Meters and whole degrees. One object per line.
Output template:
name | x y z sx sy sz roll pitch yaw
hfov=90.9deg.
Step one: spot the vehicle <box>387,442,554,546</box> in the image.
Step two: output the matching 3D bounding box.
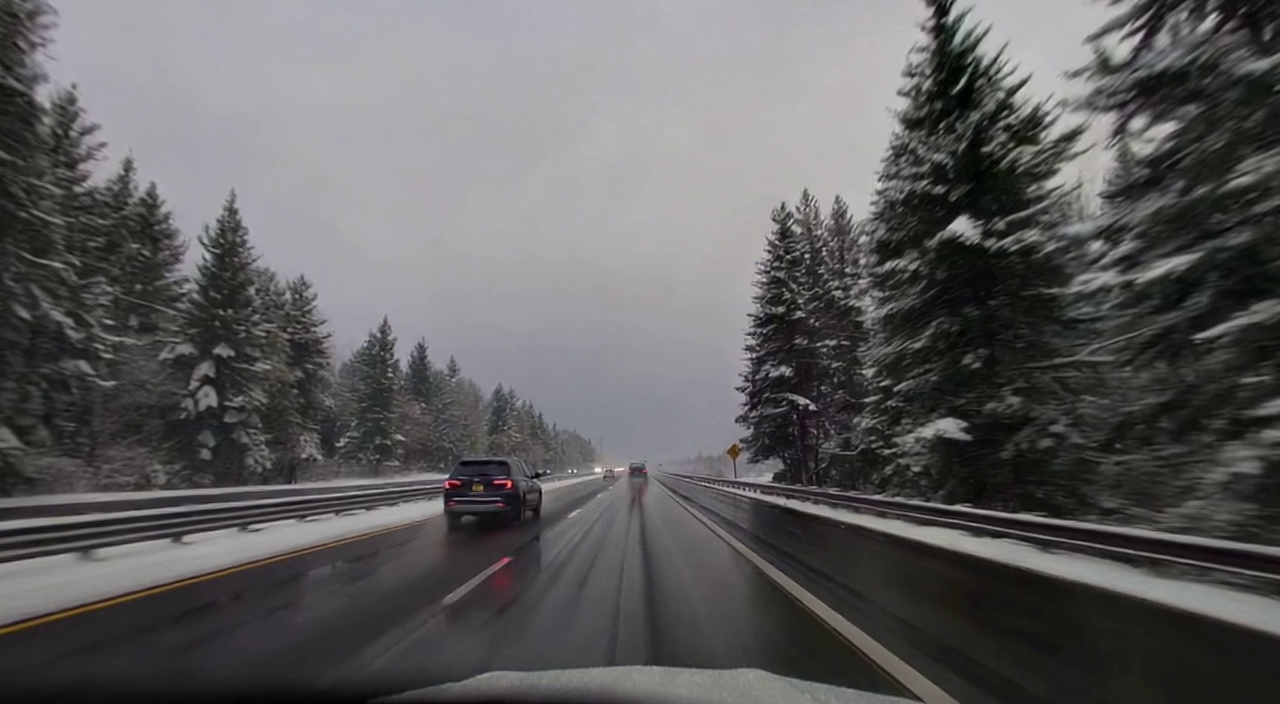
vehicle | -3.191 2.832 12.989 2.124 1.705 4.440 1 -11 1
